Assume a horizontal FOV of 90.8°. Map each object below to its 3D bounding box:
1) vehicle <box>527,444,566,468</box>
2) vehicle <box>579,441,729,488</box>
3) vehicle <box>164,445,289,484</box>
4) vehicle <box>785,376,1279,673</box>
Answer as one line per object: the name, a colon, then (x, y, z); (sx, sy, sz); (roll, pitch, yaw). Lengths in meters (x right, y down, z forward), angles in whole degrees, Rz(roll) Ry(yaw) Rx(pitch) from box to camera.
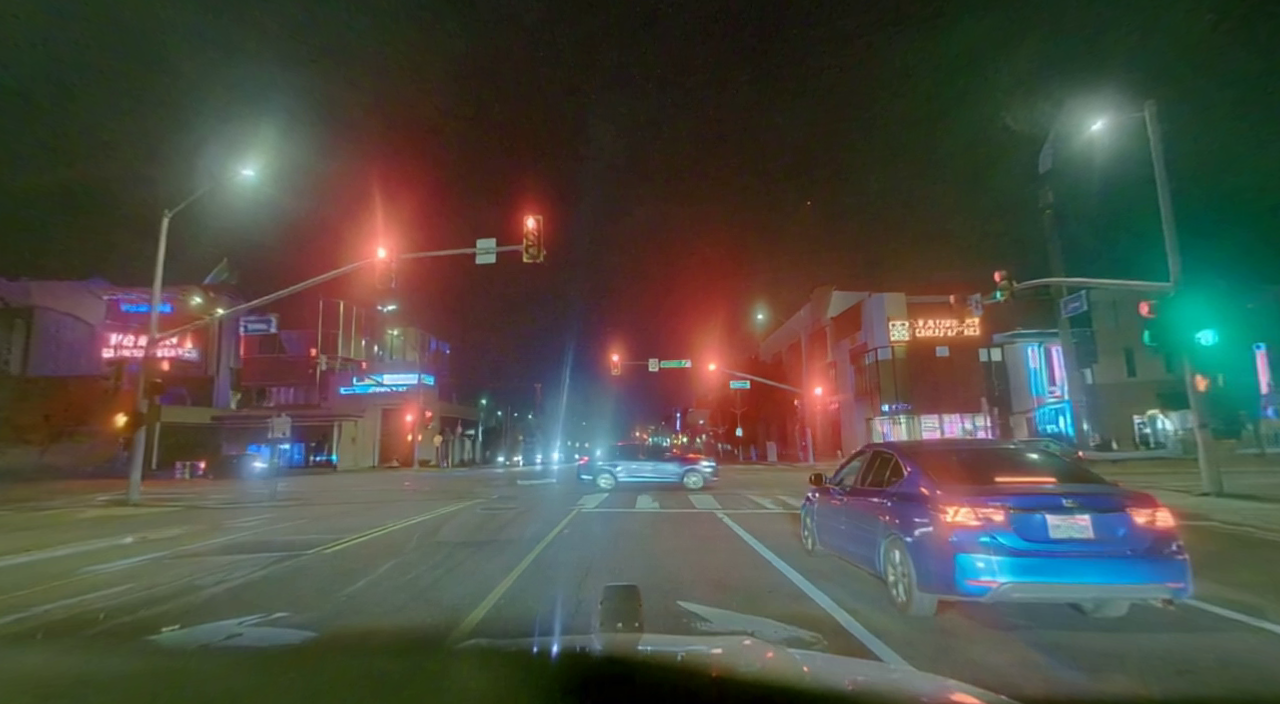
vehicle: (-7.138, 8.021, 48.847); (2.181, 1.703, 4.512); (-1, -8, 2)
vehicle: (0.527, 3.788, 21.486); (4.878, 1.488, 1.888); (-2, -9, 9)
vehicle: (-21.385, 5.781, 32.748); (5.161, 1.910, 2.275); (-2, -9, 11)
vehicle: (2.963, 1.314, 5.933); (2.049, 1.691, 4.447); (0, -8, -1)
